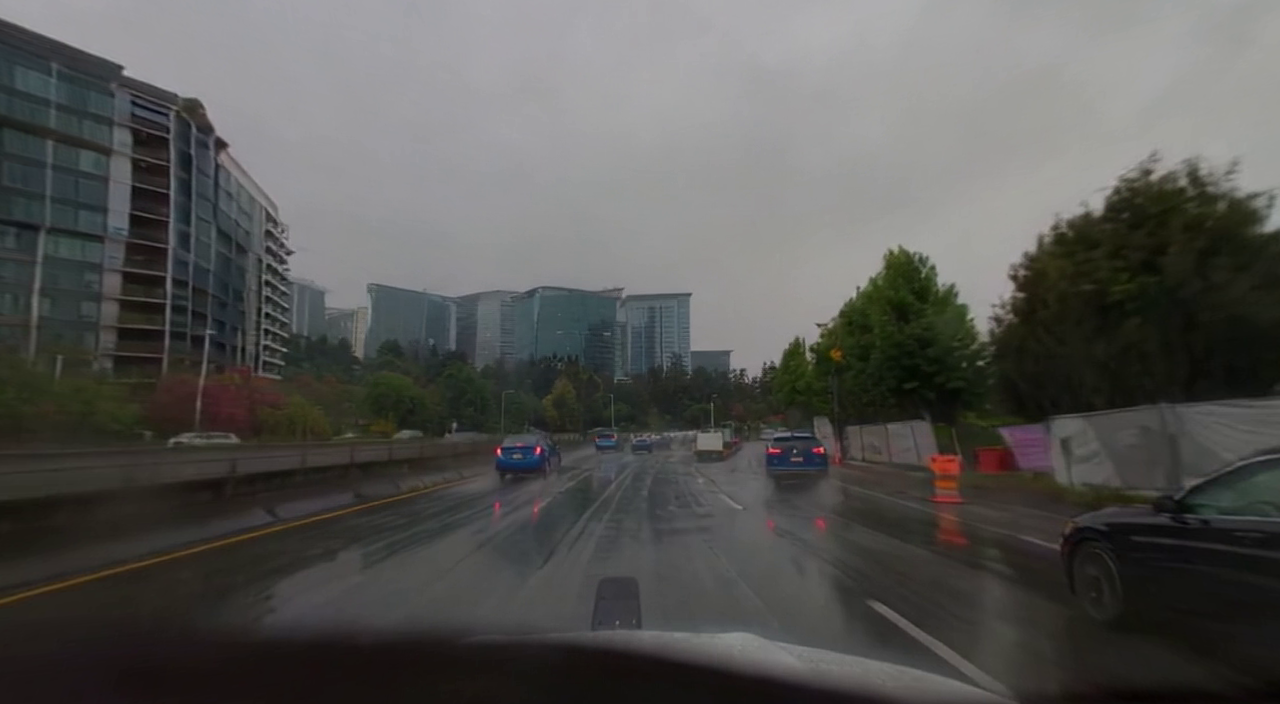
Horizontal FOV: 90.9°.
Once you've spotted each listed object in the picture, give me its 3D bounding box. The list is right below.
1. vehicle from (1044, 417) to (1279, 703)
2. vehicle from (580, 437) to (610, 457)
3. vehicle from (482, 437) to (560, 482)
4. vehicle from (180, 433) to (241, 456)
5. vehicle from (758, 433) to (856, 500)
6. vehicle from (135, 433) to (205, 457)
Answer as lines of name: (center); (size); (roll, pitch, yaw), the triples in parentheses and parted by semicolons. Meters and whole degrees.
vehicle: (4.046, 1.040, 2.929); (1.784, 1.471, 3.935); (0, -8, 2)
vehicle: (-3.533, 7.512, 49.961); (1.888, 1.486, 4.310); (0, -8, 2)
vehicle: (-4.025, 3.658, 21.953); (1.848, 1.406, 4.013); (0, -8, 2)
vehicle: (-31.083, 6.706, 45.650); (1.681, 1.575, 3.449); (-1, -8, 7)
vehicle: (4.091, 2.814, 15.990); (1.913, 1.499, 3.581); (-1, -8, 7)
vehicle: (-33.787, 6.686, 45.372); (1.806, 1.653, 3.792); (-1, -8, 8)
